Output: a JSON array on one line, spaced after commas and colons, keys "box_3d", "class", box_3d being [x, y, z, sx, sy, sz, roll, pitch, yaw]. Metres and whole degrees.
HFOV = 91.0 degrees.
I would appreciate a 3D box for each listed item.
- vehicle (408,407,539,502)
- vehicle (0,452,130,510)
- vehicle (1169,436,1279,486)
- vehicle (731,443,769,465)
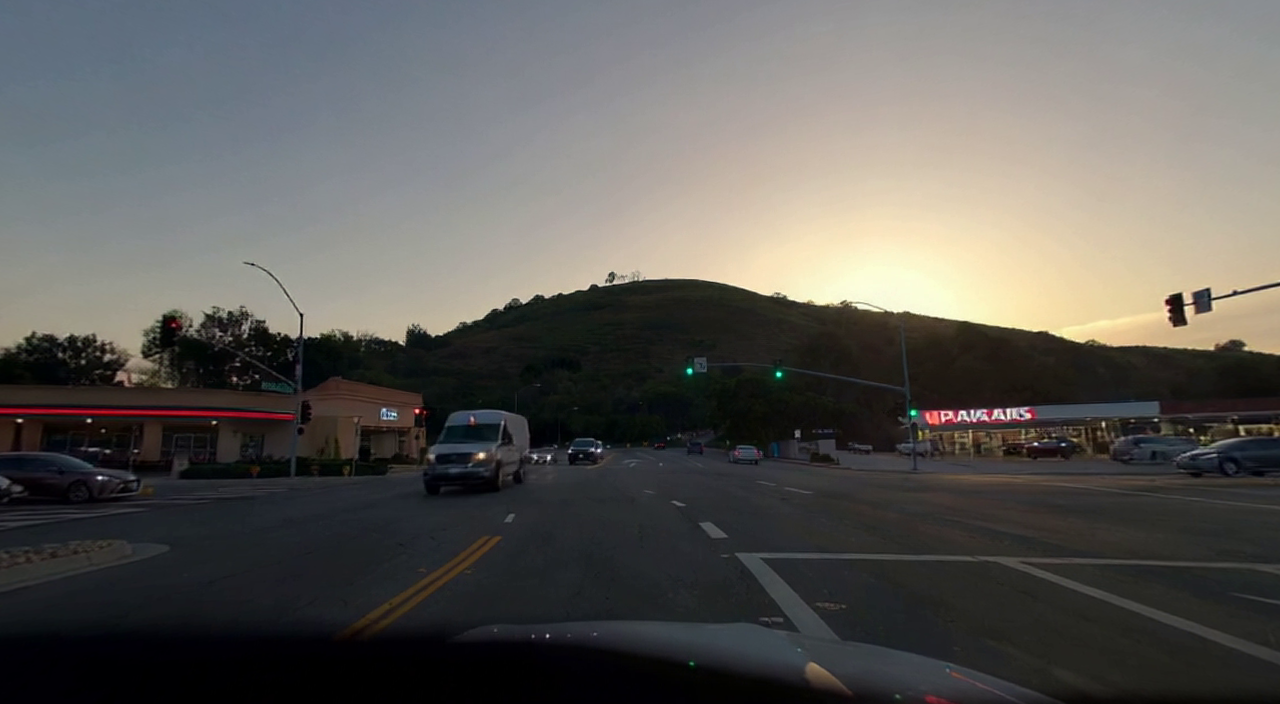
[{"box_3d": [-4.409, 2.831, 17.710, 2.196, 2.264, 5.206, 0, -8, 1], "class": "vehicle"}, {"box_3d": [-19.786, 4.173, 20.555, 4.440, 1.748, 2.033, 0, -9, 1], "class": "vehicle"}, {"box_3d": [25.070, 4.468, 26.041, 4.546, 1.944, 2.051, 1, -9, -5], "class": "vehicle"}, {"box_3d": [8.492, 7.903, 48.933, 1.911, 1.594, 4.378, 0, -9, -3], "class": "vehicle"}]
